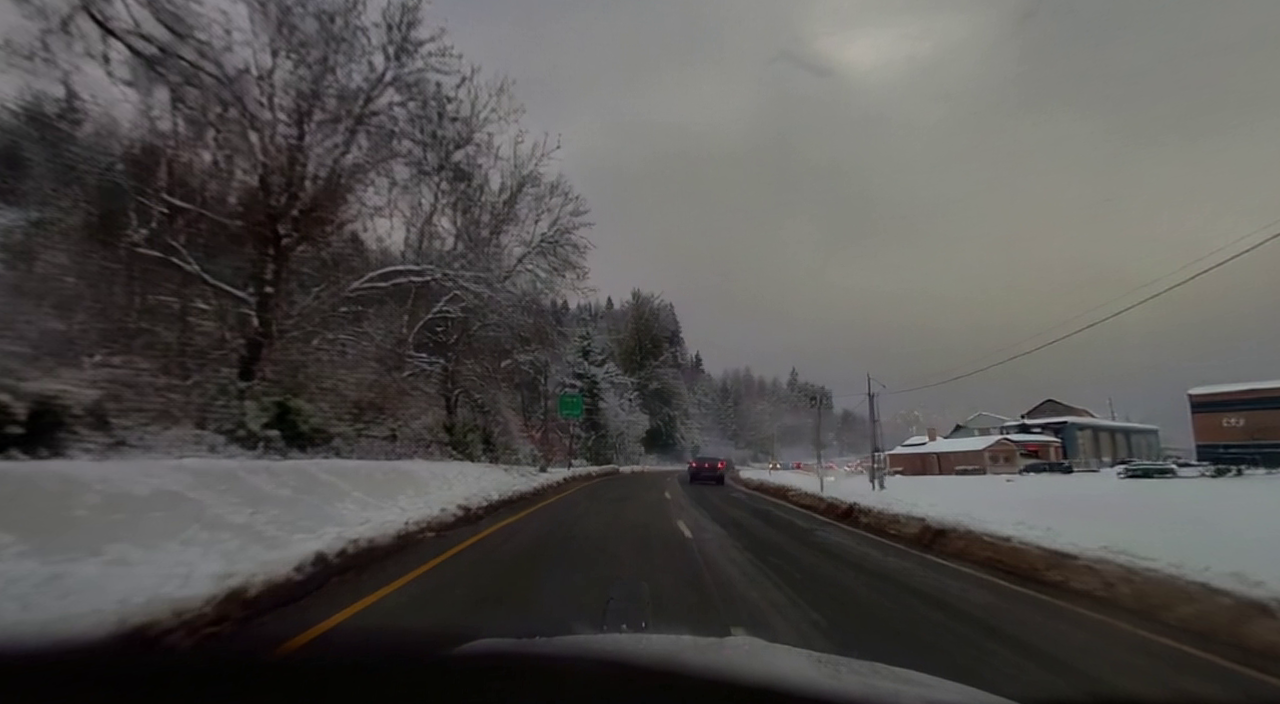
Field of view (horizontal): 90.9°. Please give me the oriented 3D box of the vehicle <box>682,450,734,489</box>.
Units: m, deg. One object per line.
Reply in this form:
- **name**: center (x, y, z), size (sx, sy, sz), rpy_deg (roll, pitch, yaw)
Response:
- **vehicle**: center (2.895, 5.116, 27.842), size (1.956, 1.473, 4.640), rpy_deg (0, -8, 2)
